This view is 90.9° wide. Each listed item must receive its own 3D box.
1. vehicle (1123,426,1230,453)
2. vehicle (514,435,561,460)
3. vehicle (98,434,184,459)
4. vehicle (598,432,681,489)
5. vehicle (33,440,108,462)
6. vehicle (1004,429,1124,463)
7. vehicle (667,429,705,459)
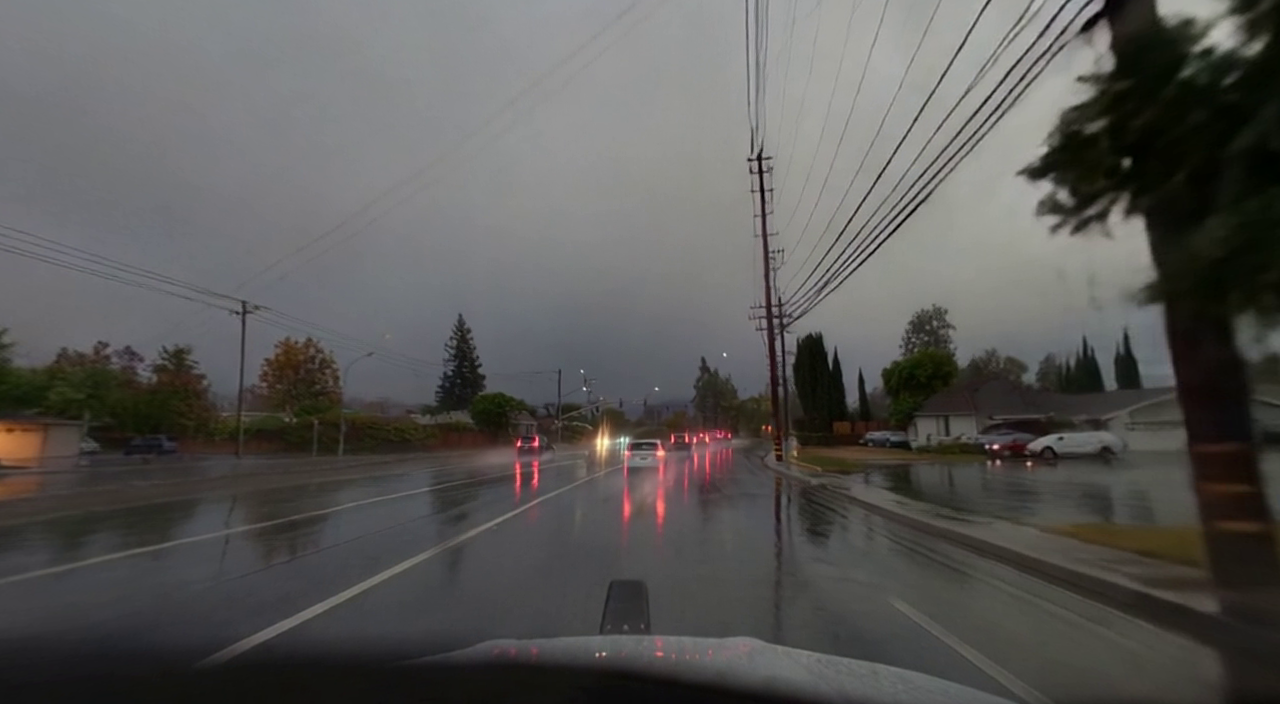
[{"bbox_3d":[33.975,5.545,40.029,4.689,1.603,1.929,-3,-7,11],"label":"vehicle"},{"bbox_3d":[-6.456,6.084,40.284,1.983,1.485,4.159,-1,-8,5],"label":"vehicle"},{"bbox_3d":[-36.418,6.910,46.184,1.866,1.739,4.941,-1,-8,5],"label":"vehicle"},{"bbox_3d":[0.106,3.172,18.771,2.117,1.474,4.036,-1,-8,5],"label":"vehicle"},{"bbox_3d":[-42.620,7.372,47.278,1.767,1.469,3.933,-3,-7,4],"label":"vehicle"},{"bbox_3d":[21.721,4.825,32.456,4.674,1.500,1.889,1,-9,8],"label":"vehicle"},{"bbox_3d":[3.203,6.289,43.030,2.158,1.939,4.935,-1,-9,9],"label":"vehicle"}]
